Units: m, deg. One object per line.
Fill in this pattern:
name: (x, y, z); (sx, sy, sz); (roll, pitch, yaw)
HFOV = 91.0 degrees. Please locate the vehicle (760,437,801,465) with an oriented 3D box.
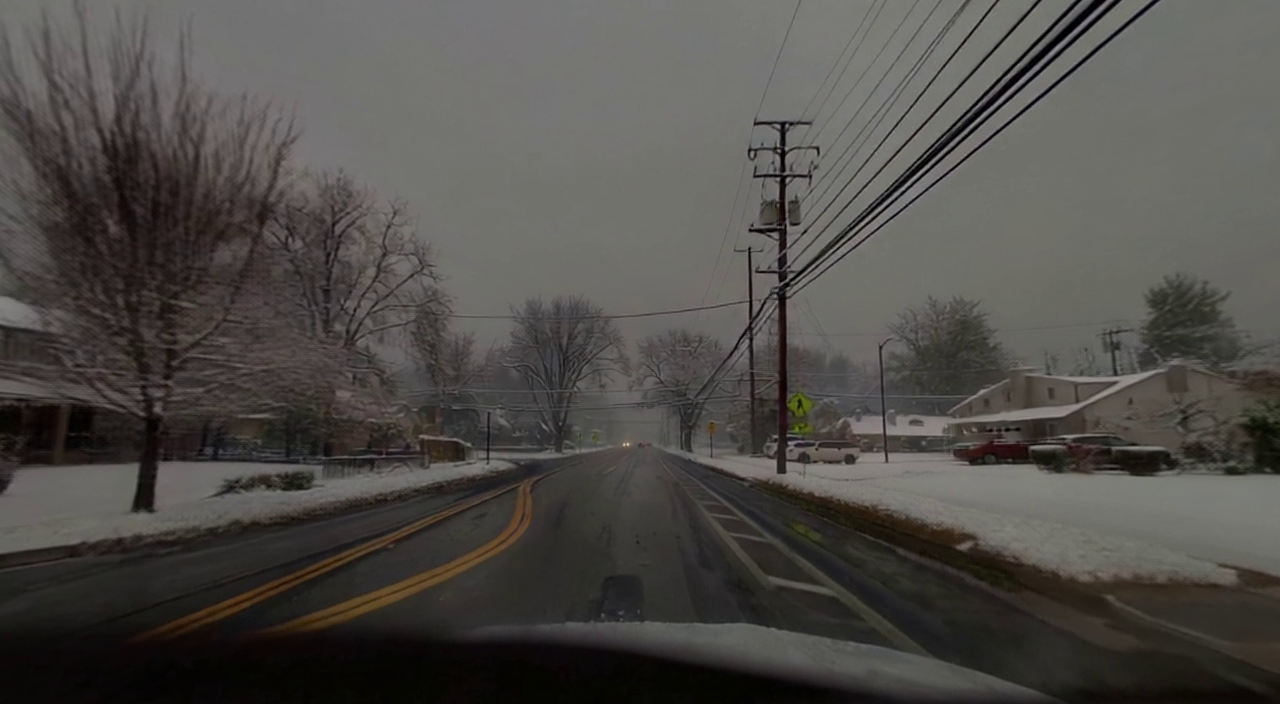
vehicle: (10.266, 7.273, 46.386); (1.912, 1.953, 4.651); (0, -9, 0)

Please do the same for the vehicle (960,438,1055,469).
vehicle: (21.049, 5.790, 36.156); (3.943, 1.664, 2.391); (0, -8, -1)

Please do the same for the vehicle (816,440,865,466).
vehicle: (13.541, 6.838, 42.790); (1.935, 1.683, 4.669); (0, -9, 2)
